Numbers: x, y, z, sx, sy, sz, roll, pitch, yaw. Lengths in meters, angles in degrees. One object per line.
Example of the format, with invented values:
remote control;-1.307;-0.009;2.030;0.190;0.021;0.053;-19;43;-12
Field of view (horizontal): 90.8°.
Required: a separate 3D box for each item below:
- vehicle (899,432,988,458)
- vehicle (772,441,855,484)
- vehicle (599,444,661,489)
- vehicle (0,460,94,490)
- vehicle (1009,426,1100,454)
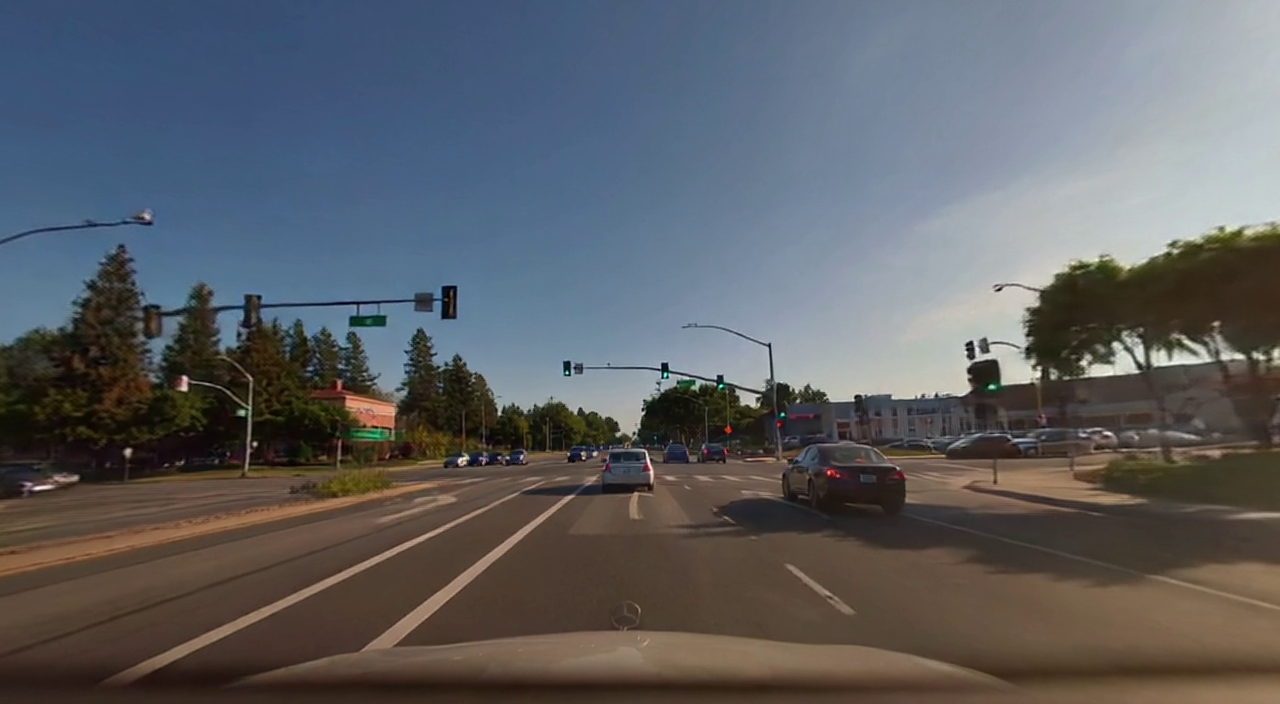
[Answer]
vehicle;20.011;6.176;41.725;4.796;1.488;1.966;-2;-9;-1
vehicle;6.489;4.158;24.143;1.890;1.489;4.396;0;-8;0
vehicle;-0.322;4.052;22.751;2.040;1.451;3.736;0;-8;0
vehicle;-34.569;7.070;36.413;4.287;1.612;1.993;0;-8;2
vehicle;27.406;5.861;41.858;4.724;1.793;1.777;0;-8;1
